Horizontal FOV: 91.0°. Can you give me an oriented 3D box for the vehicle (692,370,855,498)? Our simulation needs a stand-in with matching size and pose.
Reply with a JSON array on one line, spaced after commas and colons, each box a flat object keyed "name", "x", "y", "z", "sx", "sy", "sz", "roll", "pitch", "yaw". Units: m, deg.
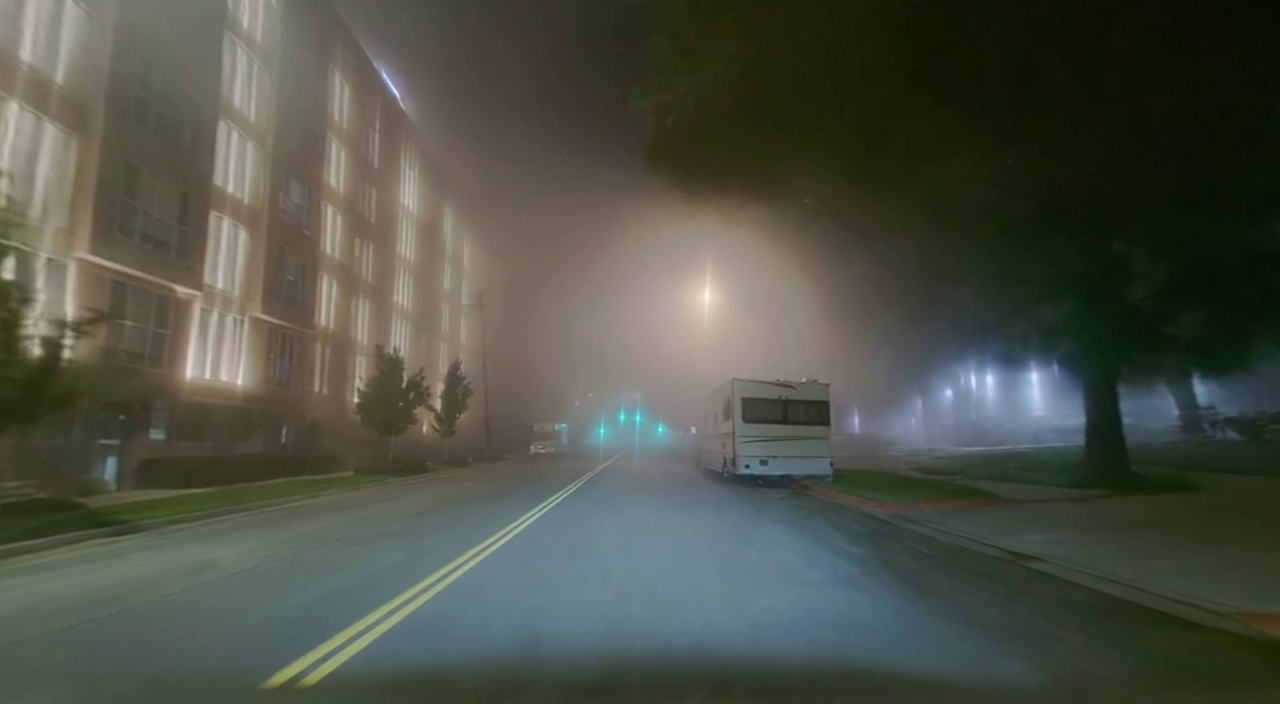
[{"name": "vehicle", "x": 3.675, "y": 2.559, "z": 20.023, "sx": 3.074, "sy": 3.099, "sz": 8.805, "roll": 1, "pitch": -7, "yaw": -1}]
